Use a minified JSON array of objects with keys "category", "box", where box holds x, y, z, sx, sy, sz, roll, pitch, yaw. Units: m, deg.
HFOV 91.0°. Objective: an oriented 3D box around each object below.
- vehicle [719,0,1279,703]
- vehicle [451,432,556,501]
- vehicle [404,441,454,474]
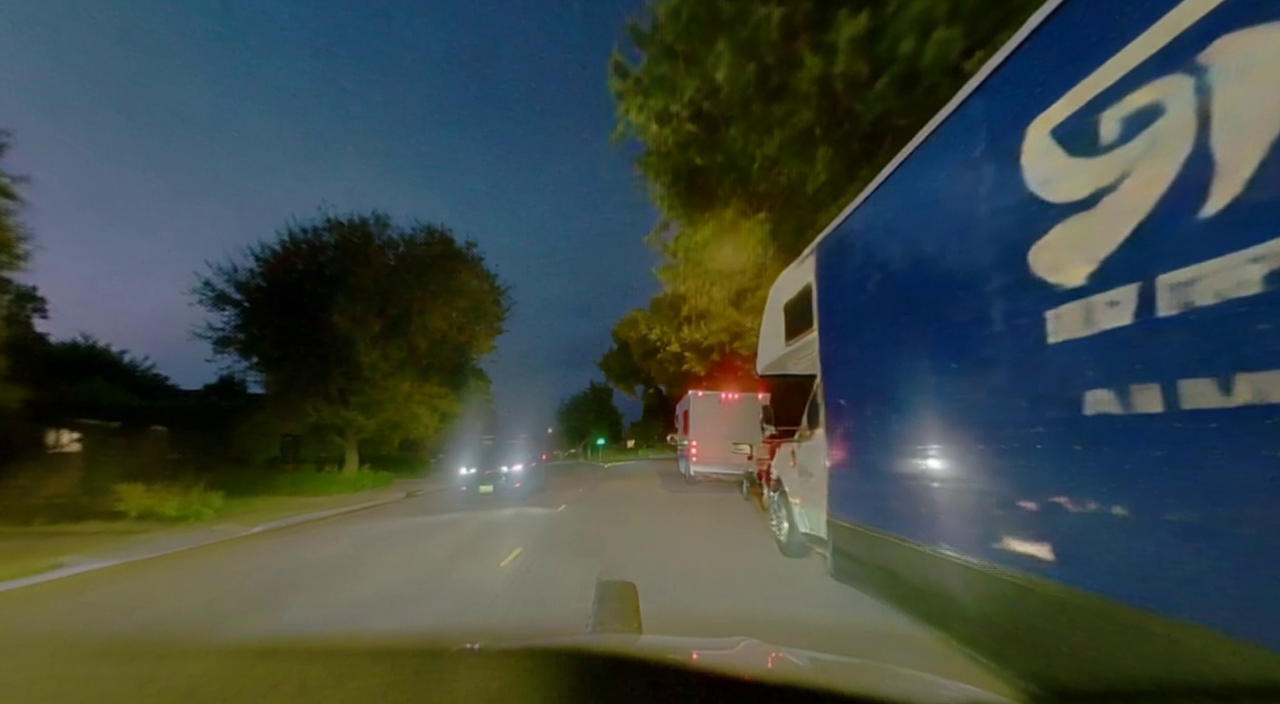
[{"category":"vehicle","box":[2.955,0.304,4.246,3.052,3.440,11.052,0,-8,-2]},{"category":"vehicle","box":[-3.821,3.294,18.526,2.194,1.763,4.288,0,-8,-1]},{"category":"vehicle","box":[-13.128,6.580,39.508,2.111,1.856,4.803,0,-9,-8]}]
